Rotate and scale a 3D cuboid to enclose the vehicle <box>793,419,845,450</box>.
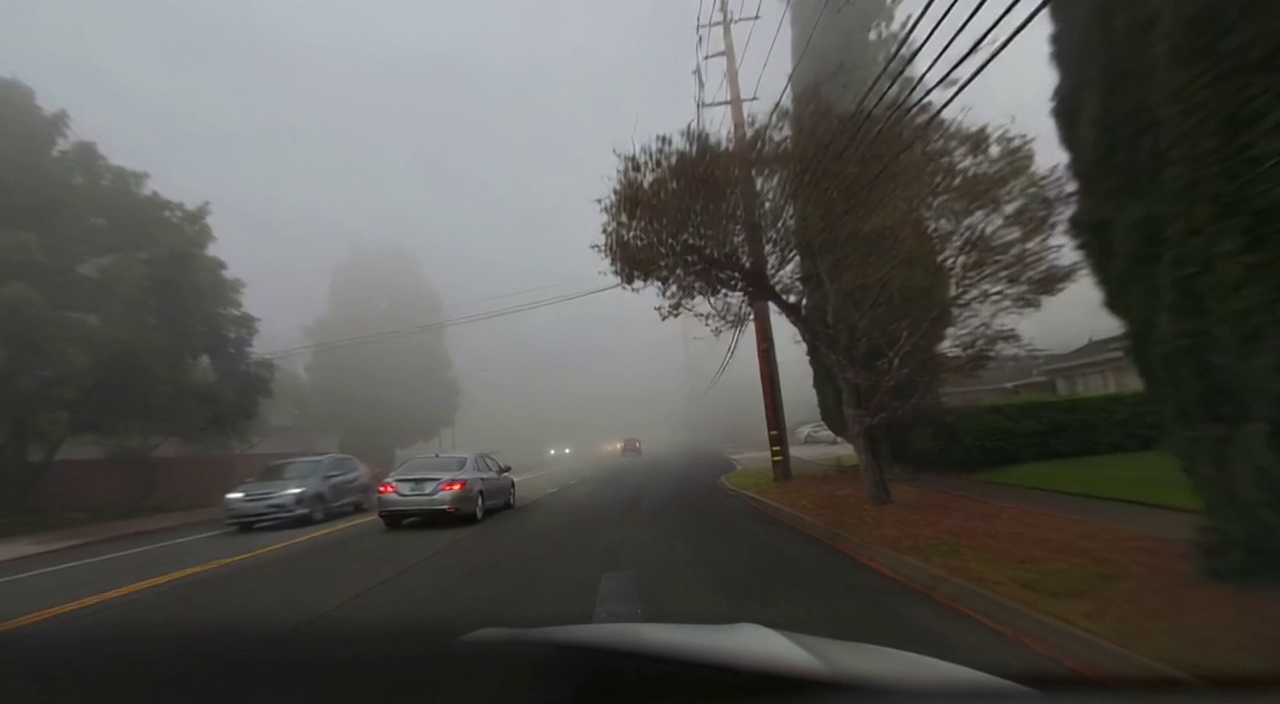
[{"bbox_3d":[11.518,5.414,41.059,2.121,1.799,5.124,-3,-8,3],"label":"vehicle"}]

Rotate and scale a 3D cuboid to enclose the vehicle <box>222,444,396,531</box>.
[{"bbox_3d":[-7.457,3.024,14.765,1.950,1.670,3.926,0,-8,0],"label":"vehicle"}]

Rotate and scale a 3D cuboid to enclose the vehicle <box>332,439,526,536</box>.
[{"bbox_3d":[-3.711,2.443,12.200,2.041,1.471,4.602,-1,-8,2],"label":"vehicle"}]
